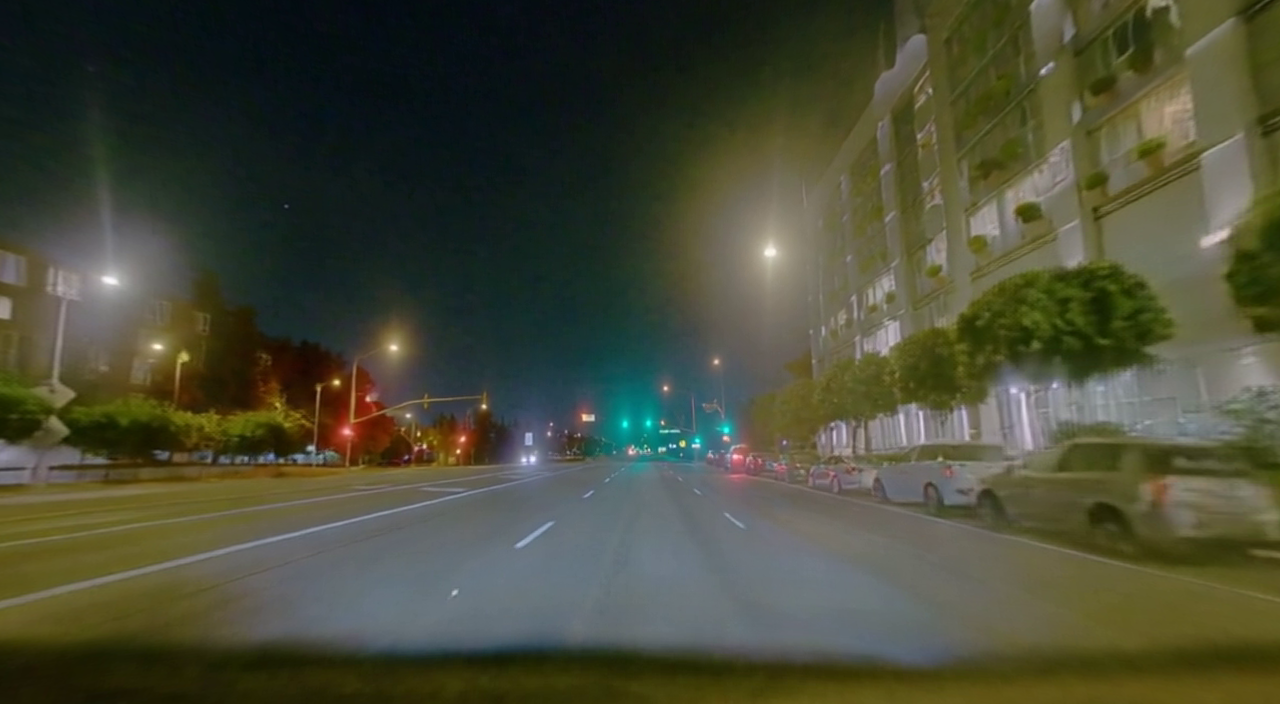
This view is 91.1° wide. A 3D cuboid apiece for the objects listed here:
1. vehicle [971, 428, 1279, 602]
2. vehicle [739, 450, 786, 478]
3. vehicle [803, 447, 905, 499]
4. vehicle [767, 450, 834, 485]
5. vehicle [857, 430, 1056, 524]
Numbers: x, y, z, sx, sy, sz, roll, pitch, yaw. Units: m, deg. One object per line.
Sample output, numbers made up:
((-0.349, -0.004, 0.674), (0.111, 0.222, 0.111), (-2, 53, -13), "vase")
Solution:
((6.845, 1.949, 8.539), (1.951, 1.627, 5.113), (0, -9, 1), "vehicle")
((7.017, 6.425, 36.292), (1.863, 1.512, 4.525), (0, -9, 1), "vehicle")
((7.041, 4.005, 21.268), (1.884, 1.523, 4.746), (0, -9, 1), "vehicle")
((7.175, 5.191, 28.493), (1.864, 1.466, 4.352), (0, -9, 0), "vehicle")
((6.722, 2.706, 14.078), (1.977, 1.732, 4.555), (1, -9, -1), "vehicle")
